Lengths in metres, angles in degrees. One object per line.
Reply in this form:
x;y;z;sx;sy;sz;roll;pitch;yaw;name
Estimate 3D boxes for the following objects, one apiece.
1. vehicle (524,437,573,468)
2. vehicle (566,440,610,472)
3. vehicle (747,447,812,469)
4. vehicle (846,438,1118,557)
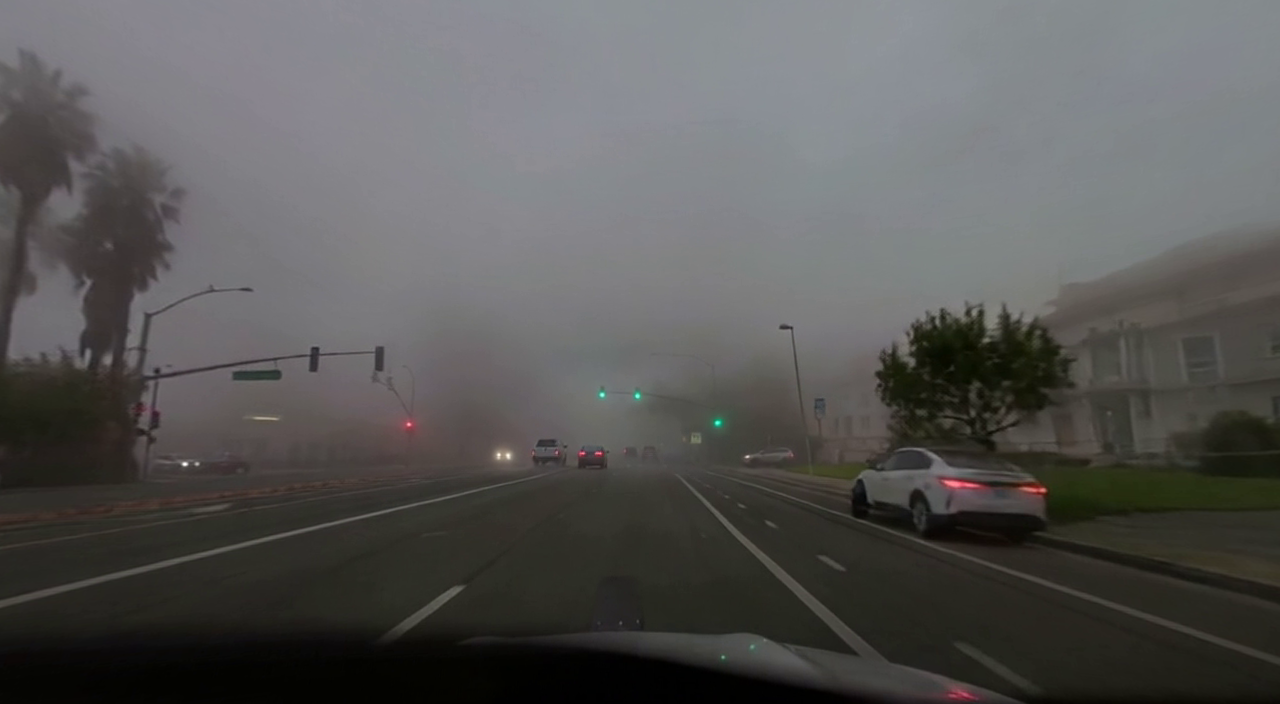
-6.479;7.211;45.390;2.457;2.010;6.330;0;-9;1;vehicle
-3.077;6.330;38.408;2.116;1.806;4.516;0;-9;2;vehicle
10.270;7.825;46.667;4.509;1.520;1.952;-1;-9;9;vehicle
5.112;2.207;10.261;1.994;1.507;4.173;1;-9;-1;vehicle
